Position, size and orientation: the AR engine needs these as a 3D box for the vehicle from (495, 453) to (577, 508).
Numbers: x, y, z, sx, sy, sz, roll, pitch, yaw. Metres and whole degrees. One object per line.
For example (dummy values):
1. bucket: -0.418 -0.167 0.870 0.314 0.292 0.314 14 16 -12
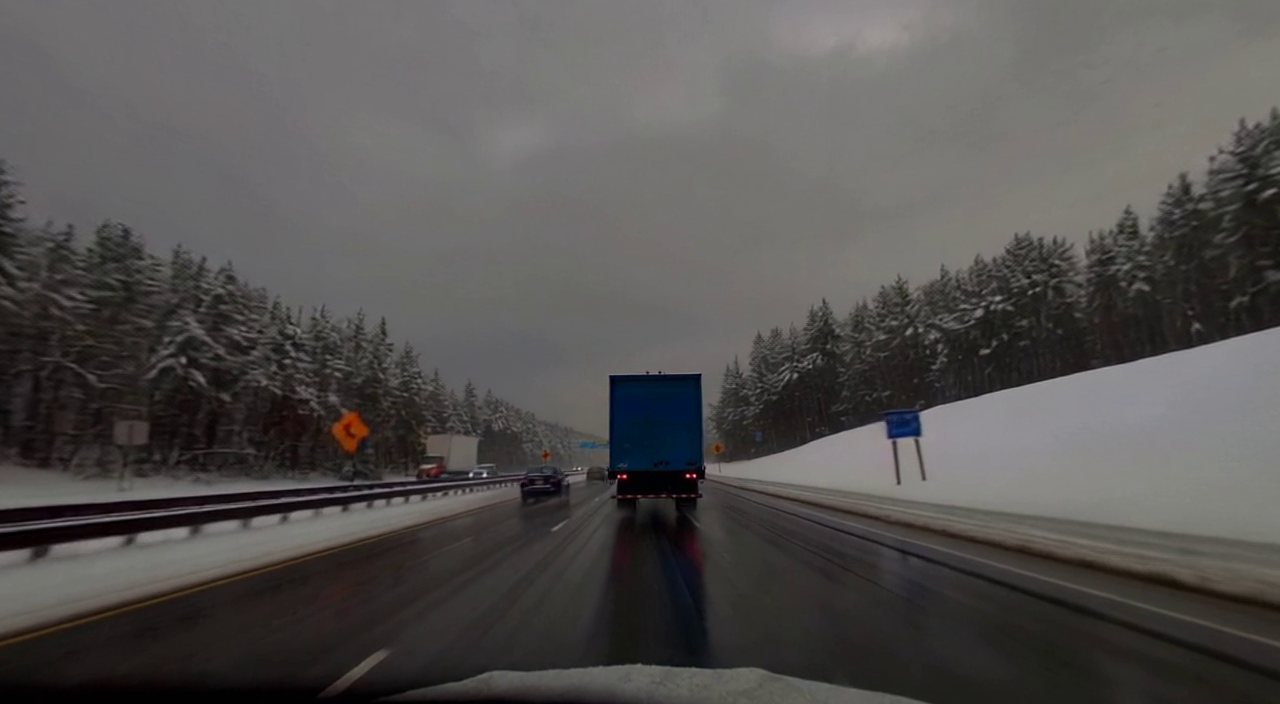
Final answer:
1. vehicle: -3.496 4.450 22.056 2.076 1.691 4.555 1 -10 0

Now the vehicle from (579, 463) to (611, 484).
1. vehicle: -3.400 9.336 48.488 2.079 1.506 4.821 0 -10 1

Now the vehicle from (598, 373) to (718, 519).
1. vehicle: 0.396 3.230 20.869 3.008 3.678 9.512 1 -10 -1
